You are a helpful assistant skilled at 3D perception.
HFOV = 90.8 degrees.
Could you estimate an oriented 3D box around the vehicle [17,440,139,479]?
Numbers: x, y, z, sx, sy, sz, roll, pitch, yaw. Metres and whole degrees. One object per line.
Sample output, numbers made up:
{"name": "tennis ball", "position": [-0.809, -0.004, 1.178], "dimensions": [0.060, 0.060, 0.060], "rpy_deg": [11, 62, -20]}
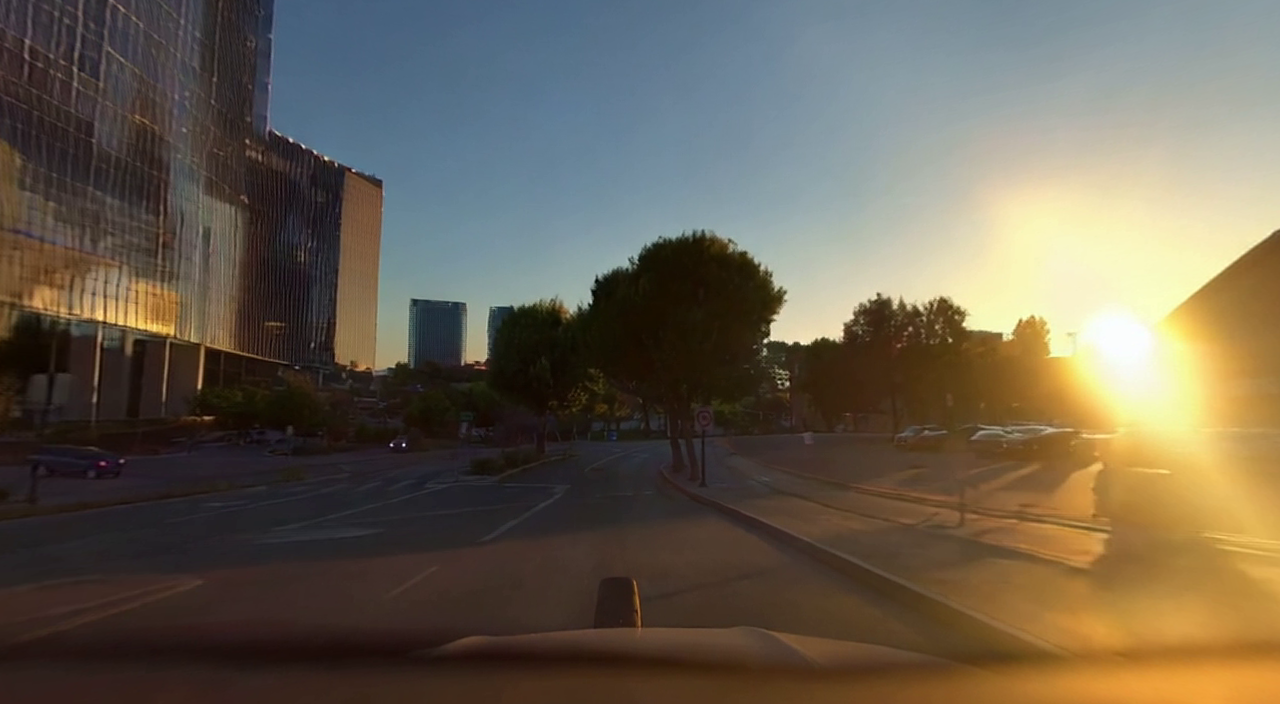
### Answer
{"name": "vehicle", "position": [-27.128, 5.163, 30.526], "dimensions": [4.473, 1.778, 2.125], "rpy_deg": [-2, -9, 15]}
